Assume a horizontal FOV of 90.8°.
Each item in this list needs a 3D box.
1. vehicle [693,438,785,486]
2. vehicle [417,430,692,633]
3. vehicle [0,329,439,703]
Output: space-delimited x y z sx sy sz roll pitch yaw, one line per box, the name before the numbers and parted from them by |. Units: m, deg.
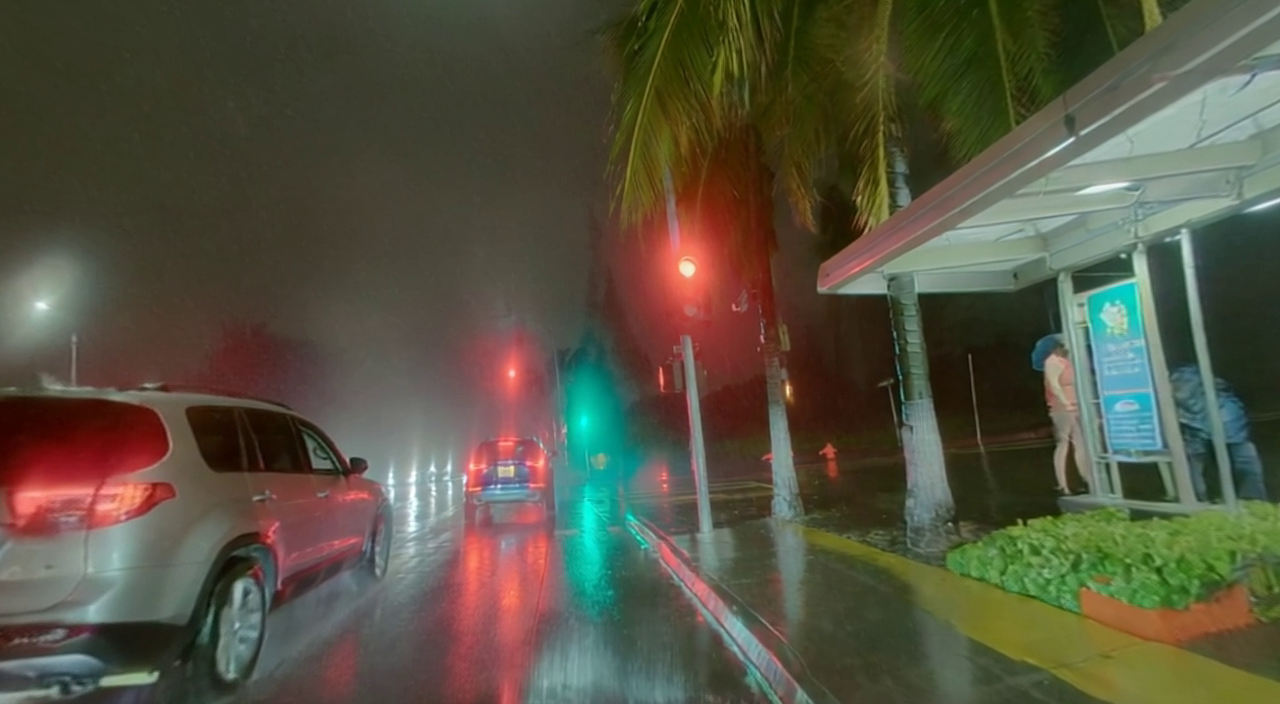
vehicle | 4.987 5.550 31.996 3.986 1.636 1.903 8 0 -11
vehicle | -0.981 1.665 6.978 2.065 1.467 4.289 1 -9 -10
vehicle | -3.011 1.160 4.651 2.098 1.851 4.571 1 -9 -8
